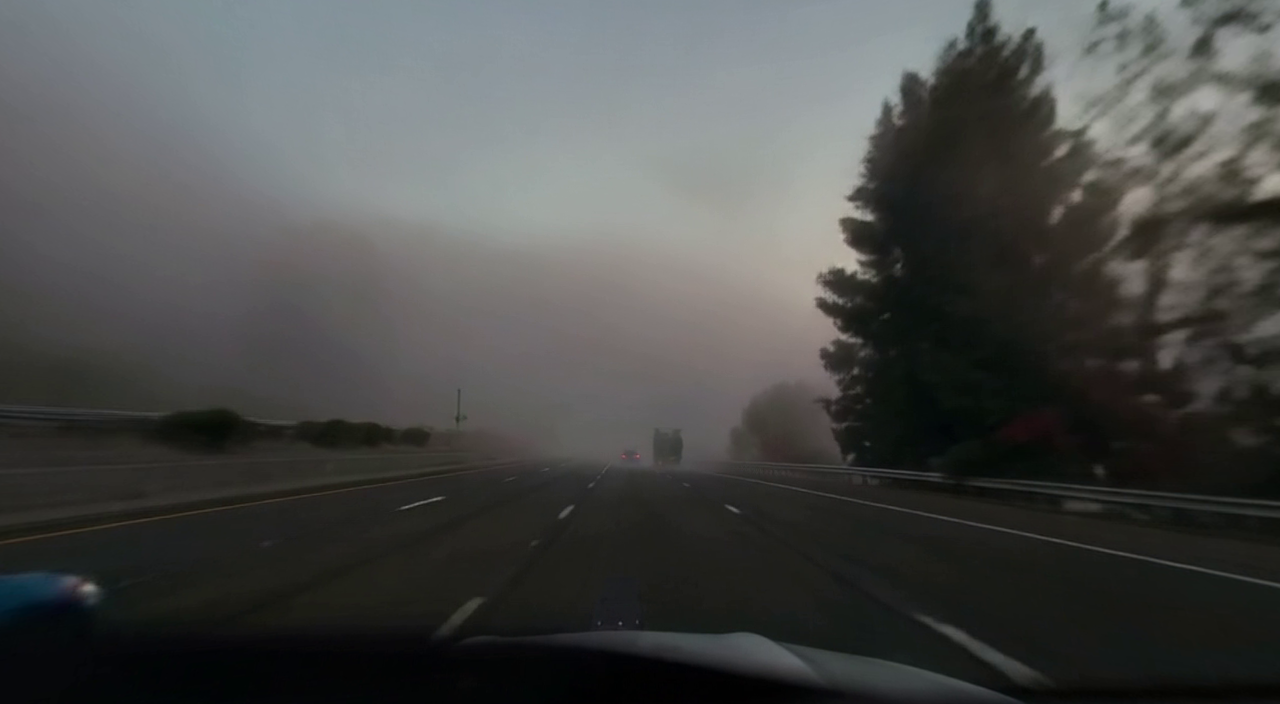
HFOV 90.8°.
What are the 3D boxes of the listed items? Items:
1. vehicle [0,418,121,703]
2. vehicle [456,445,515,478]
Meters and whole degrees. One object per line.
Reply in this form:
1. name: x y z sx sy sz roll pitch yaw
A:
1. vehicle: -4.198 0.852 1.582 2.090 1.487 4.276 0 -9 1
2. vehicle: -7.458 5.307 30.804 1.915 1.479 3.843 0 -9 0
